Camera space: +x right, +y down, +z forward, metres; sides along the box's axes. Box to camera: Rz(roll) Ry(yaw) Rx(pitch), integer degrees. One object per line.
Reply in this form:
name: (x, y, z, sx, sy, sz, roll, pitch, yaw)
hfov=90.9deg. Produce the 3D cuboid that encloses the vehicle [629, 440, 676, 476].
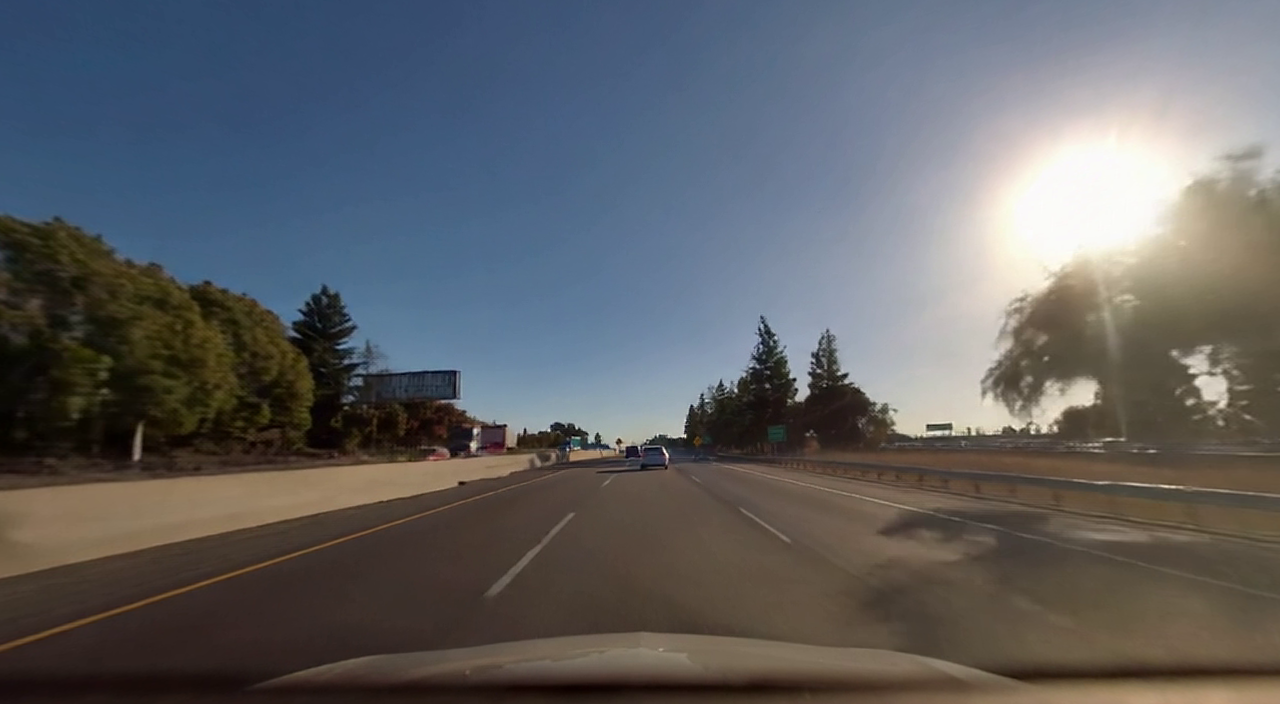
vehicle: (0.645, 5.389, 32.279, 2.231, 1.652, 4.503, 0, -9, 1)

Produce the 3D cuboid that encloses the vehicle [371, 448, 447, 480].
vehicle: (-11.582, 5.642, 31.995, 2.000, 1.475, 4.738, 0, -9, 1)
